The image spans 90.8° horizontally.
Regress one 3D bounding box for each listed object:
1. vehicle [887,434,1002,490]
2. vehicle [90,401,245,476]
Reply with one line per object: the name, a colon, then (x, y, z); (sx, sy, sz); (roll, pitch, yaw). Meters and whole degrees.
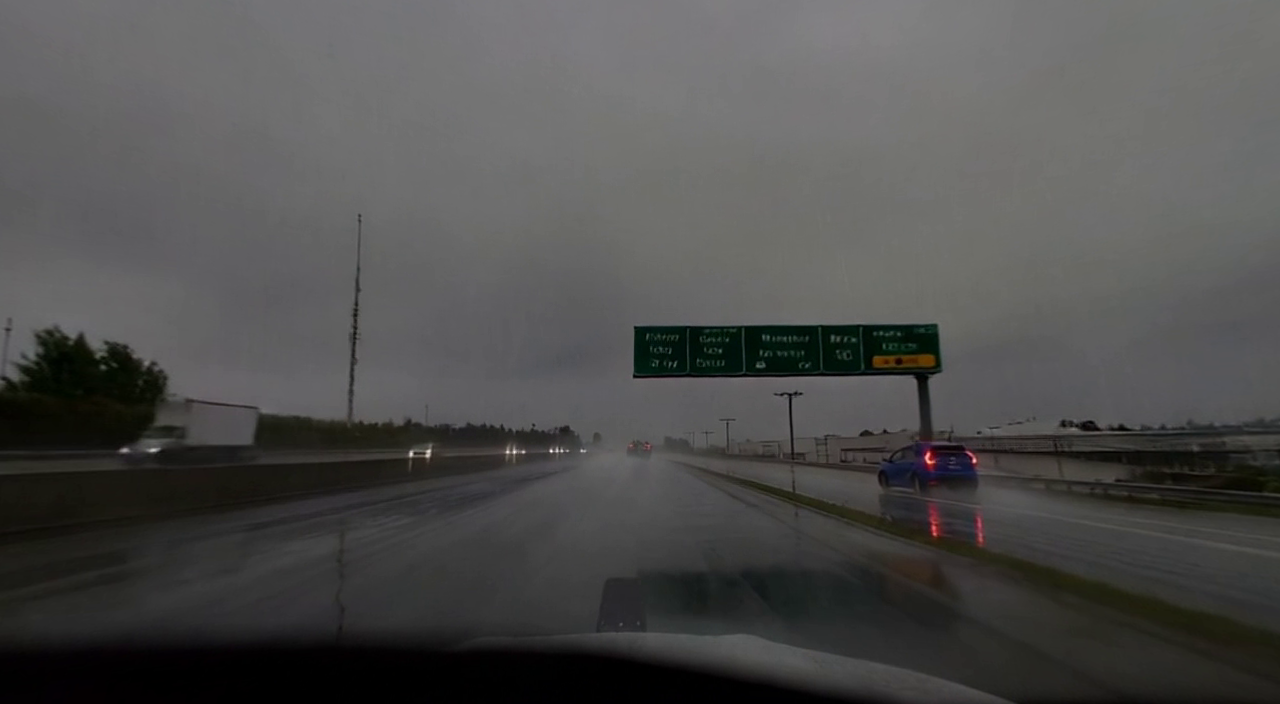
vehicle: (13.905, 5.055, 29.325); (2.411, 2.326, 5.300); (0, -9, -3)
vehicle: (-23.925, 4.494, 32.505); (2.745, 3.437, 6.513); (0, -8, 1)
